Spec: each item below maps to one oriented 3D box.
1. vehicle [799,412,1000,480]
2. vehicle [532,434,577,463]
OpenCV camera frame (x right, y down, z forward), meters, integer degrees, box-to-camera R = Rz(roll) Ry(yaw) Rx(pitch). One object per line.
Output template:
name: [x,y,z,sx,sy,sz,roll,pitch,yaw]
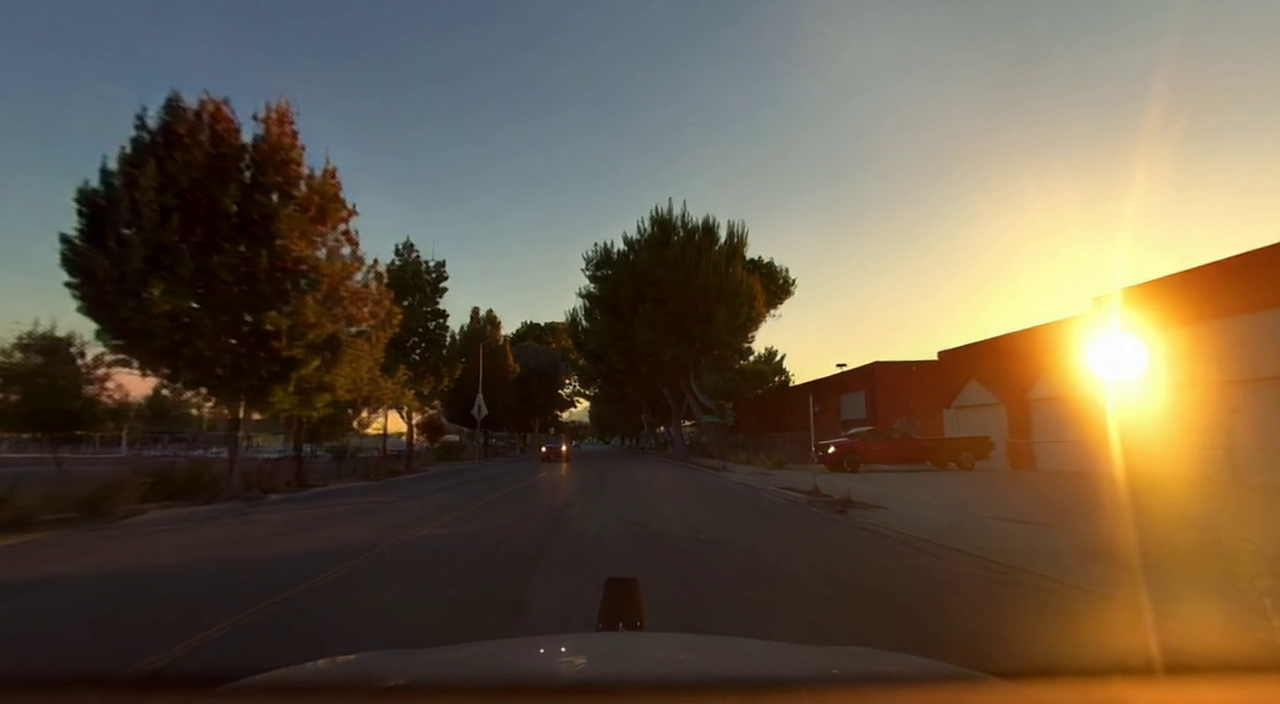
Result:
vehicle: [10.612,3.891,26.297,7.188,2.416,2.528,-1,-8,-4]
vehicle: [-6.614,7.587,49.744,2.770,2.135,6.329,0,-8,-1]
